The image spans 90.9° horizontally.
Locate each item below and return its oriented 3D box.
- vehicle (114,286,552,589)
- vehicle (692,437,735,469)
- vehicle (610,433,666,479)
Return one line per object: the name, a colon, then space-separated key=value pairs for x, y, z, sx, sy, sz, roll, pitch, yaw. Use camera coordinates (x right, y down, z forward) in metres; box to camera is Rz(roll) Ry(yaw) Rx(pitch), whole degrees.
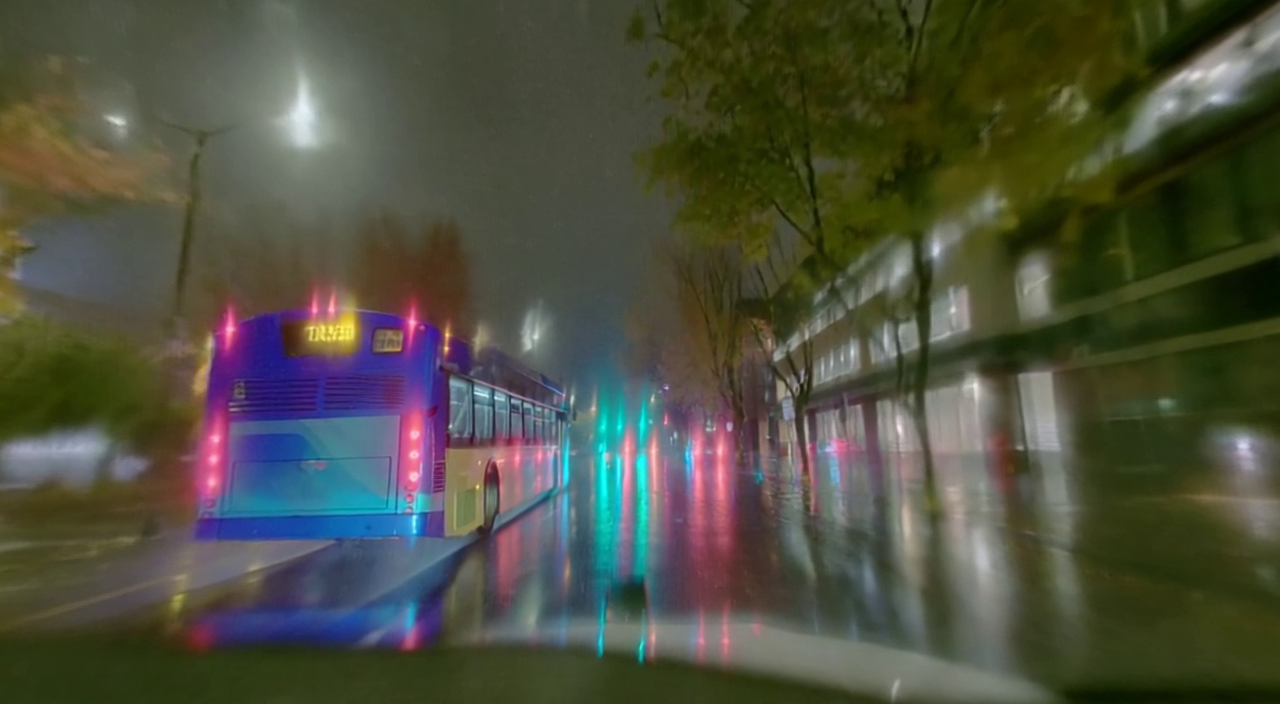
vehicle: x=-3.505 y=1.217 z=10.357 sx=2.920 sy=2.884 sz=8.588 roll=0 pitch=-6 yaw=0
vehicle: x=4.297 y=5.969 z=37.500 sx=2.138 sy=1.787 sz=4.522 roll=-1 pitch=-8 yaw=2
vehicle: x=-0.038 y=4.232 z=25.891 sx=2.120 sy=1.727 sz=3.917 roll=0 pitch=-8 yaw=1
